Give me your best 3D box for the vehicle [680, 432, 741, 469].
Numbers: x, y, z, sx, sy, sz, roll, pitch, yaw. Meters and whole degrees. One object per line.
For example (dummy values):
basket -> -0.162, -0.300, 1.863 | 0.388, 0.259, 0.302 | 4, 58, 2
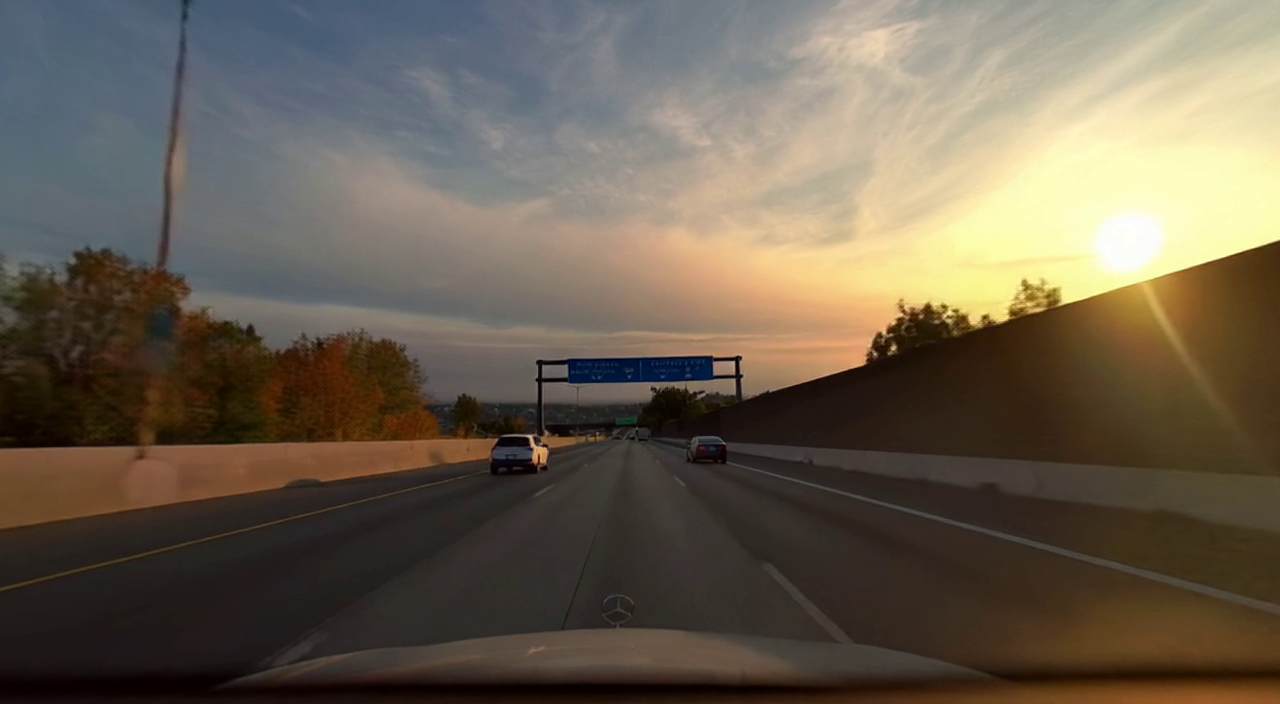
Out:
vehicle -> 3.090, 4.402, 28.501 | 2.077, 1.523, 4.539 | 0, -8, -2

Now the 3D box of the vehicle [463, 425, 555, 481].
vehicle -> -4.241, 3.337, 21.128 | 2.219, 1.660, 4.153 | 0, -8, 0
